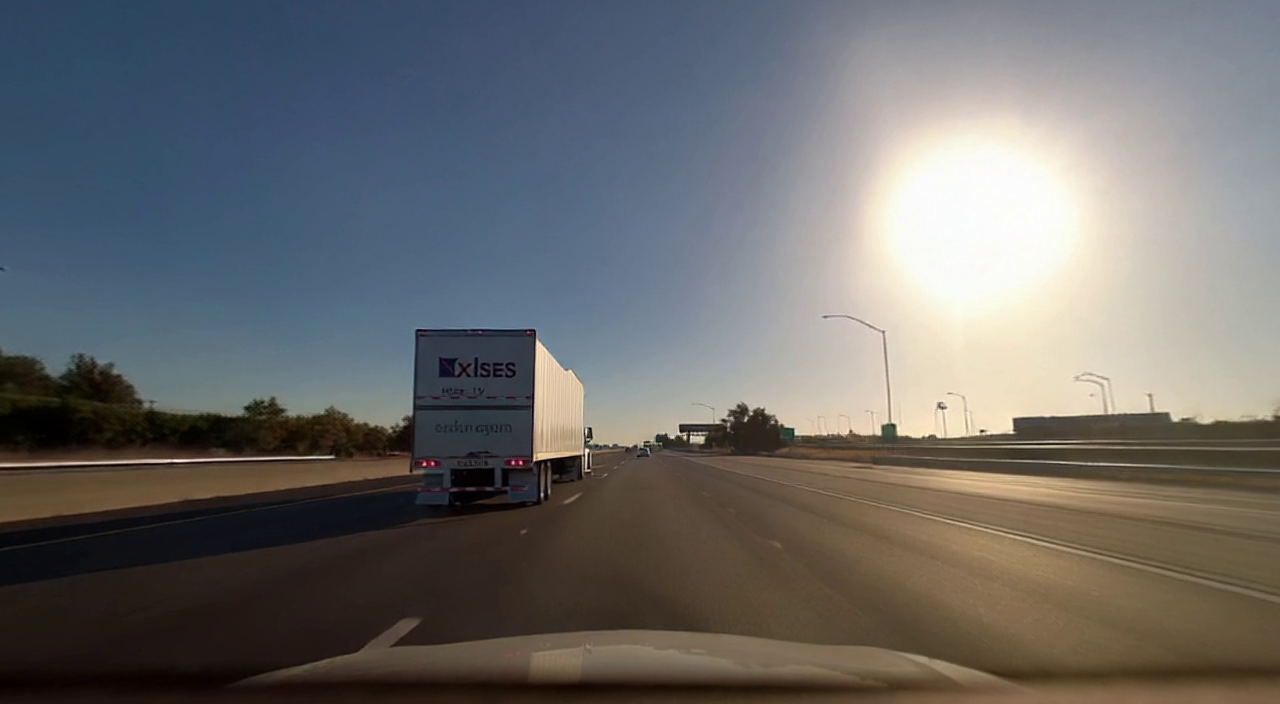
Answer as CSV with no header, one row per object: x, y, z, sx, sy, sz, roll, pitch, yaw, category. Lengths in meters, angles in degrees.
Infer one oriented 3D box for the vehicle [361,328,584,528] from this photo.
-3.234,1.928,15.099,2.922,3.458,8.360,0,-9,1,vehicle
